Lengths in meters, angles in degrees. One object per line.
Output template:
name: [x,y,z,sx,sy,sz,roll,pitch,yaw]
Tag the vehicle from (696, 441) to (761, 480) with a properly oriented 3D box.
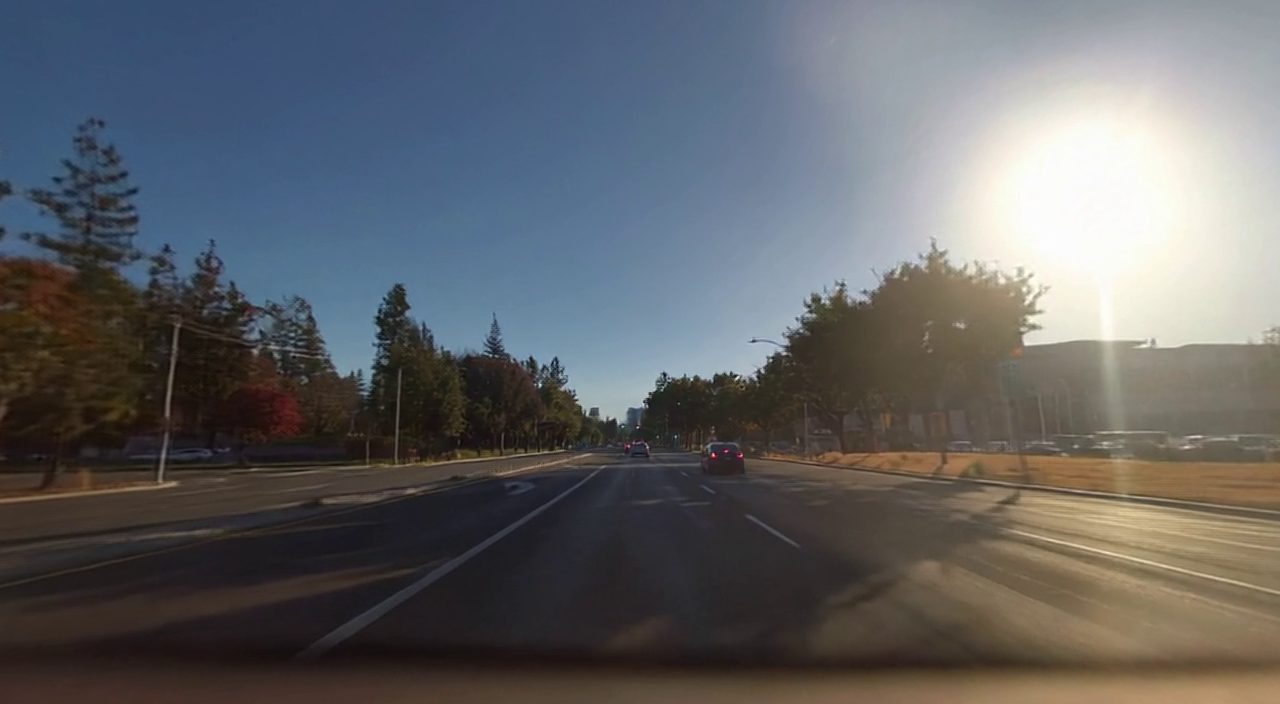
vehicle: [3.622,4.536,26.715,1.948,1.479,4.620,0,-8,-2]
